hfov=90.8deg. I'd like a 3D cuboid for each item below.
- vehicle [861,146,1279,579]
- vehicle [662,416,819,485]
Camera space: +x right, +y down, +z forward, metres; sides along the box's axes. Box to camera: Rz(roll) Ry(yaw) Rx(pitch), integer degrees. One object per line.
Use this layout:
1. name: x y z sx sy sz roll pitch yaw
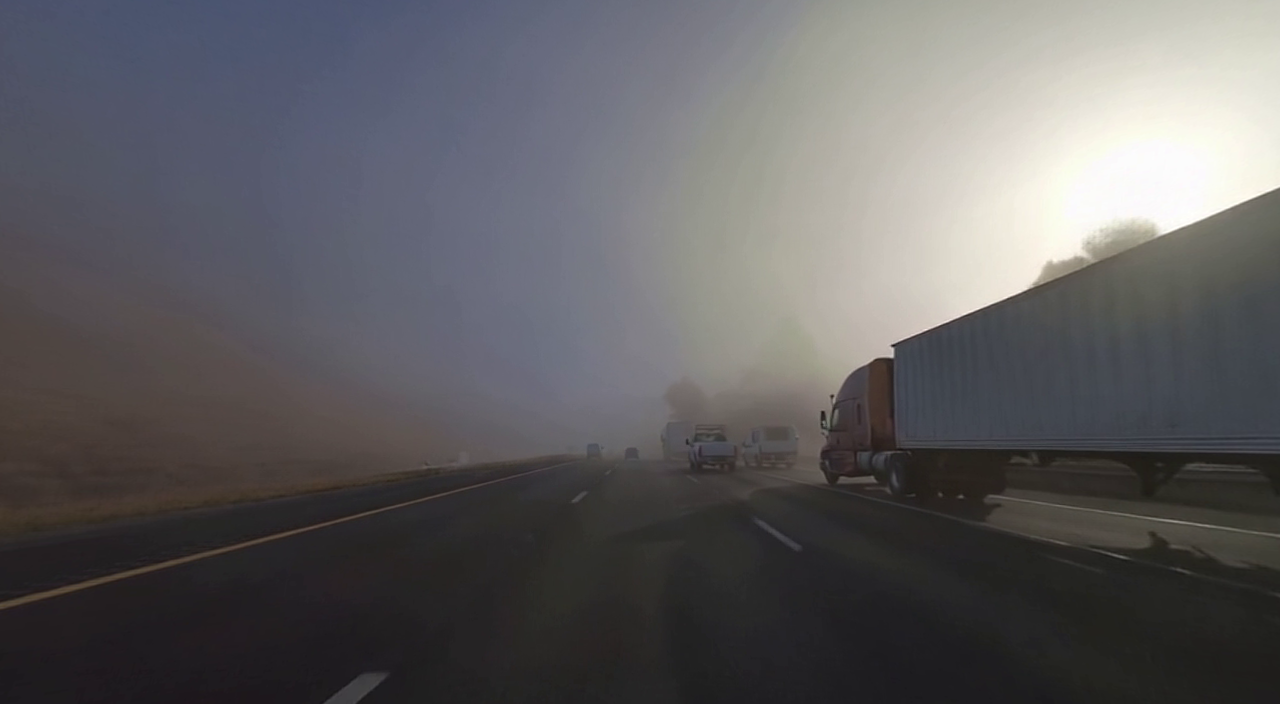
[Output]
1. vehicle: 7.729 0.598 9.456 2.935 4.187 16.357 0 -9 0
2. vehicle: 3.409 3.478 22.384 5.075 2.277 2.365 0 -9 -3
